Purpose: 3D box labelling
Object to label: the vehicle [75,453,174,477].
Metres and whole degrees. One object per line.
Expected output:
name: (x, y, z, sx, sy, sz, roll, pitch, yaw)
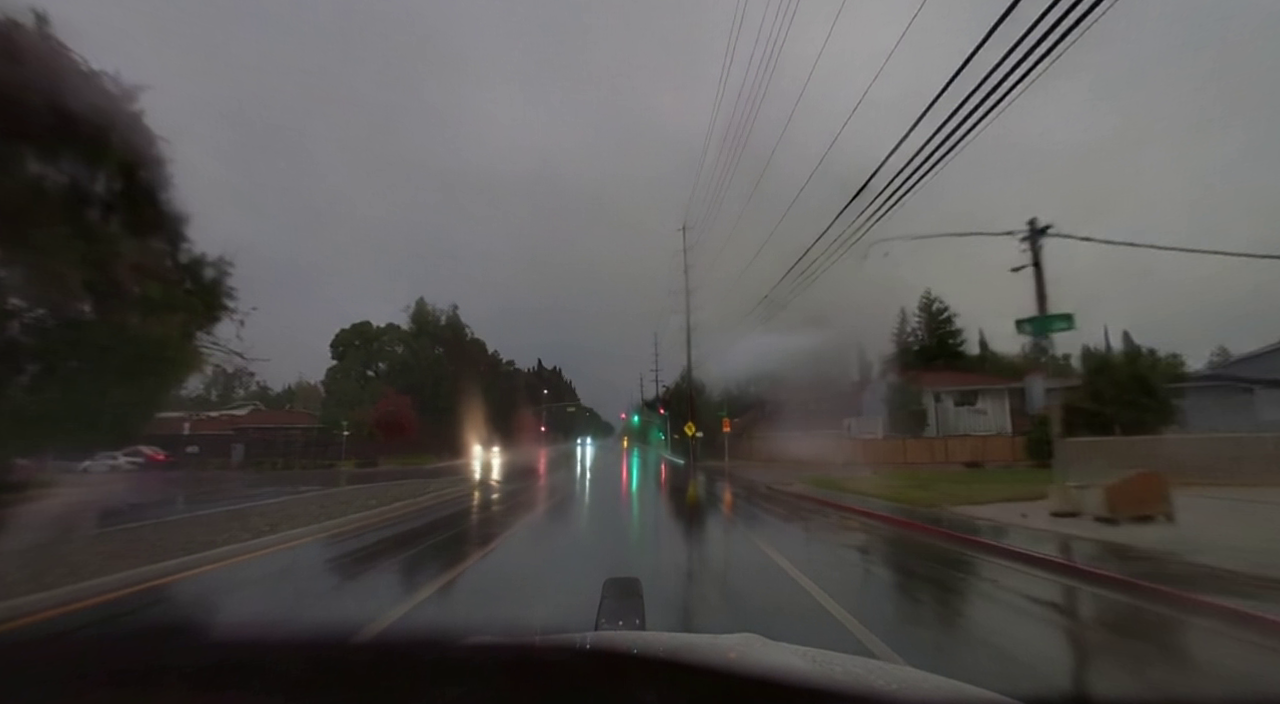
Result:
vehicle: (-31.236, 6.821, 38.364, 4.267, 1.381, 1.786, 1, -9, -6)
